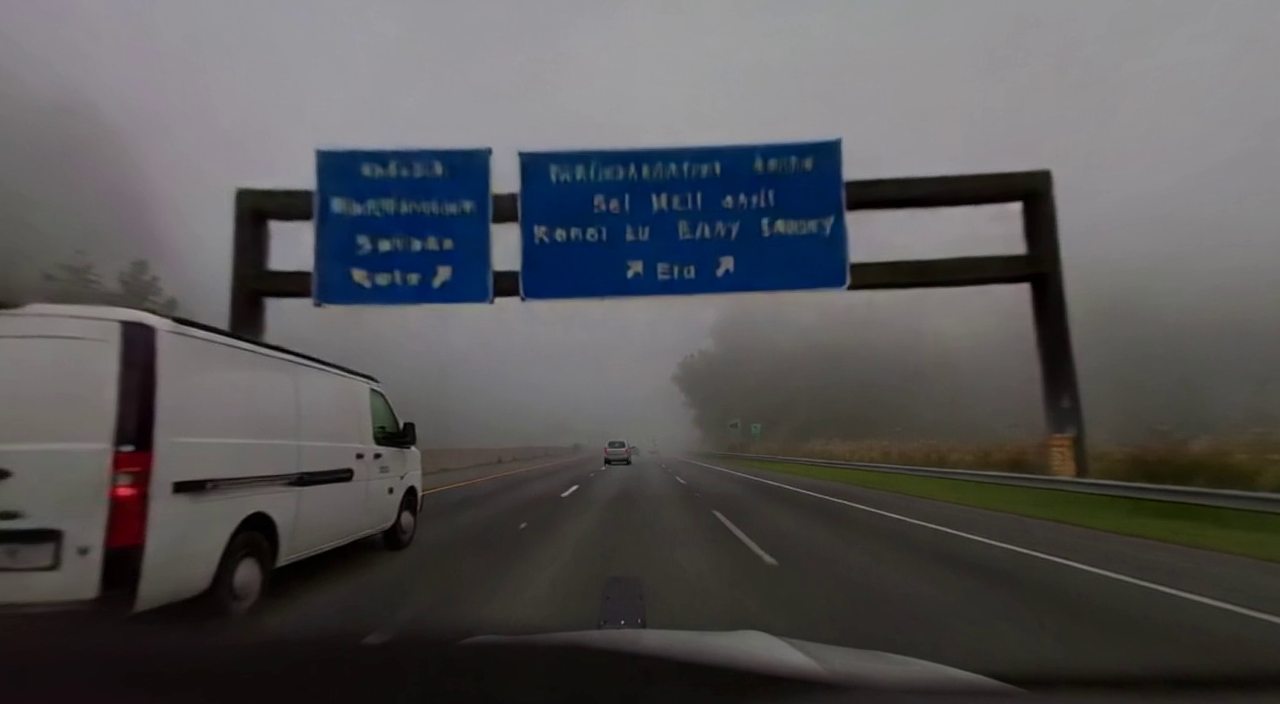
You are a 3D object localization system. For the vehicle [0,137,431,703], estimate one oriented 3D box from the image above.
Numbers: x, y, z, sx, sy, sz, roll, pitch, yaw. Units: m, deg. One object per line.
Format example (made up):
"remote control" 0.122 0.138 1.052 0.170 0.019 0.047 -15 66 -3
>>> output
"vehicle" -4.158 0.761 5.805 2.382 2.736 5.982 0 -9 0

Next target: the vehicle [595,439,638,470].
"vehicle" -1.257 5.799 35.733 2.183 1.662 3.968 0 -9 1
